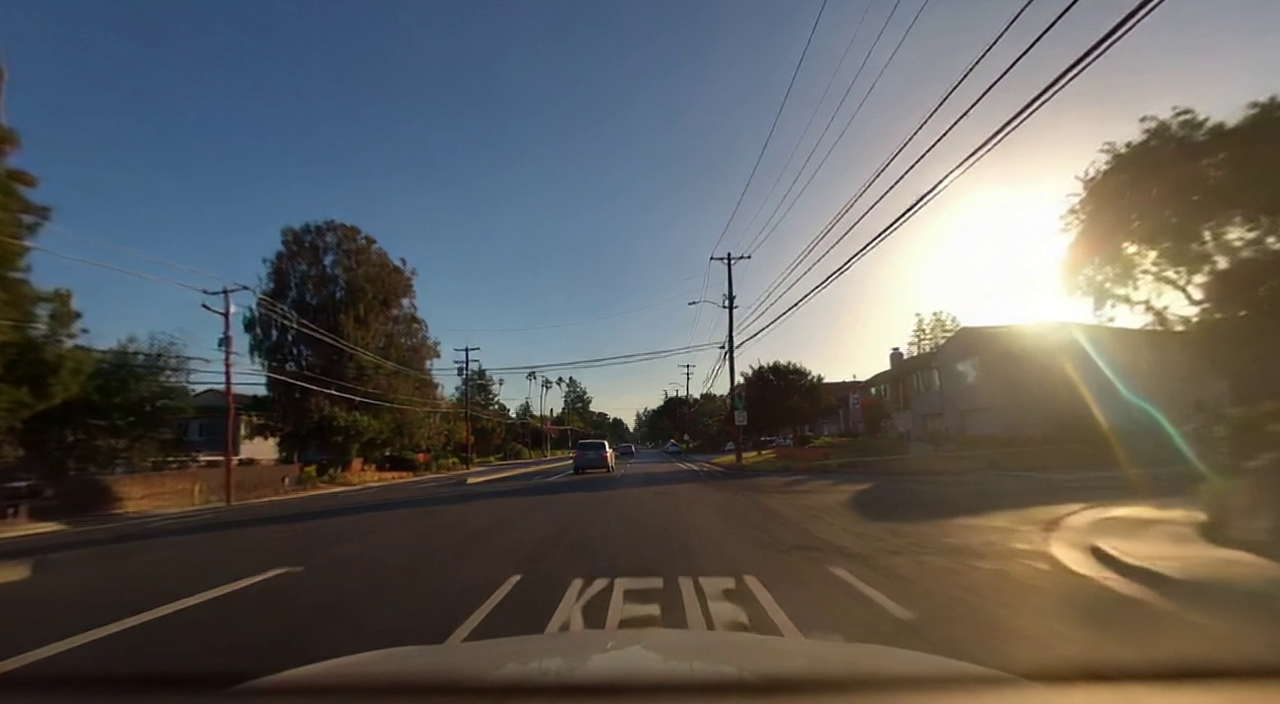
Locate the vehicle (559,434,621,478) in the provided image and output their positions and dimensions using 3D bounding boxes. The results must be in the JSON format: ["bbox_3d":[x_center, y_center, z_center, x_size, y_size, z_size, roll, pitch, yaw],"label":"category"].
[{"bbox_3d":[-2.198,4.789,29.251,2.327,1.861,4.941,0,-9,2],"label":"vehicle"}]

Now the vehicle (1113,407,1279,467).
[{"bbox_3d":[20.377,3.086,22.704,4.502,1.833,2.462,-3,-11,1],"label":"vehicle"}]
